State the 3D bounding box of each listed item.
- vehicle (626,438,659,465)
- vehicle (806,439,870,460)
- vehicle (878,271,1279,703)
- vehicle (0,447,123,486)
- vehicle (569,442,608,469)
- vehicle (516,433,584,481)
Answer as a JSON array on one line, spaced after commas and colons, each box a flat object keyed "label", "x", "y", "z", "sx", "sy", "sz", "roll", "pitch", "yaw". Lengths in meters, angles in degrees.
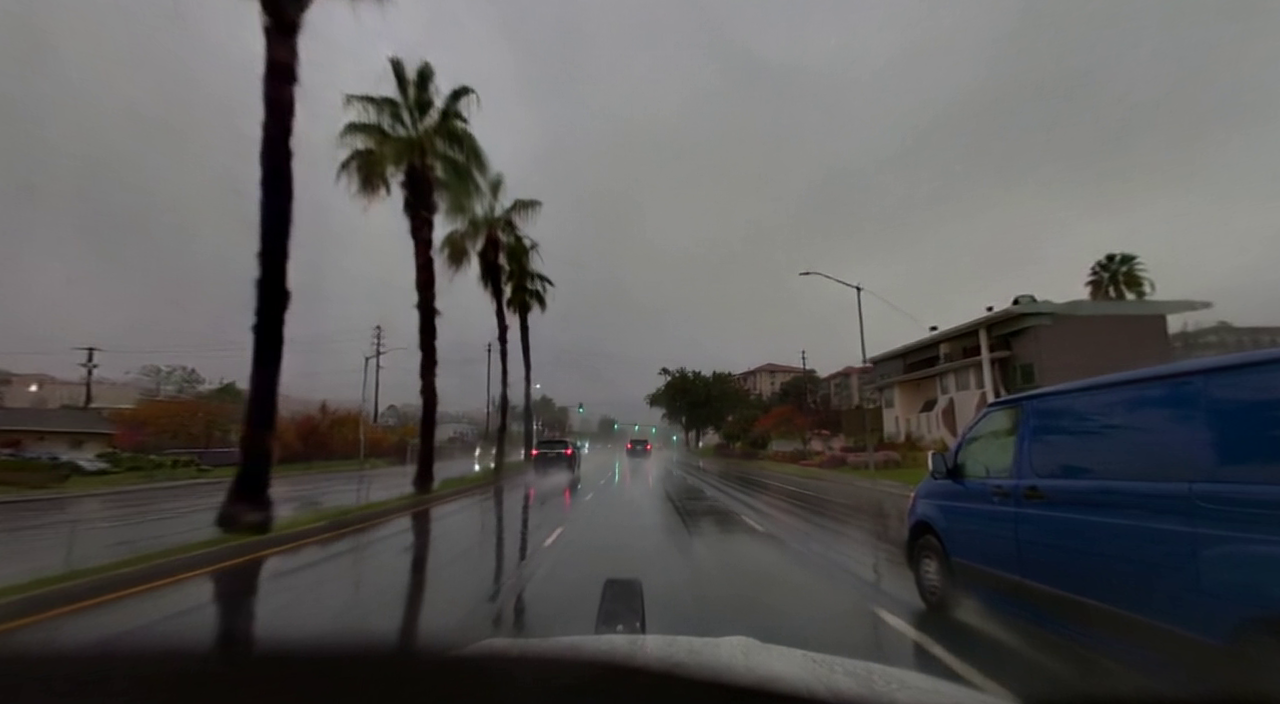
[{"label": "vehicle", "x": 0.149, "y": 7.073, "z": 44.994, "sx": 2.191, "sy": 1.761, "sz": 3.857, "roll": 0, "pitch": -8, "yaw": -1}, {"label": "vehicle", "x": 15.208, "y": 7.504, "z": 48.831, "sx": 1.945, "sy": 1.490, "sz": 4.748, "roll": 4, "pitch": -9, "yaw": -26}, {"label": "vehicle", "x": 3.382, "y": 0.870, "z": 3.507, "sx": 2.234, "sy": 1.912, "sz": 4.847, "roll": 0, "pitch": -8, "yaw": 0}, {"label": "vehicle", "x": -30.315, "y": 5.982, "z": 33.163, "sx": 4.462, "sy": 1.697, "sz": 2.109, "roll": -2, "pitch": -7, "yaw": -2}, {"label": "vehicle", "x": -2.878, "y": 5.864, "z": 35.916, "sx": 1.869, "sy": 1.454, "sz": 4.142, "roll": 0, "pitch": -8, "yaw": 0}, {"label": "vehicle", "x": -3.420, "y": 4.082, "z": 24.720, "sx": 1.967, "sy": 1.703, "sz": 4.157, "roll": 0, "pitch": -8, "yaw": 1}]
